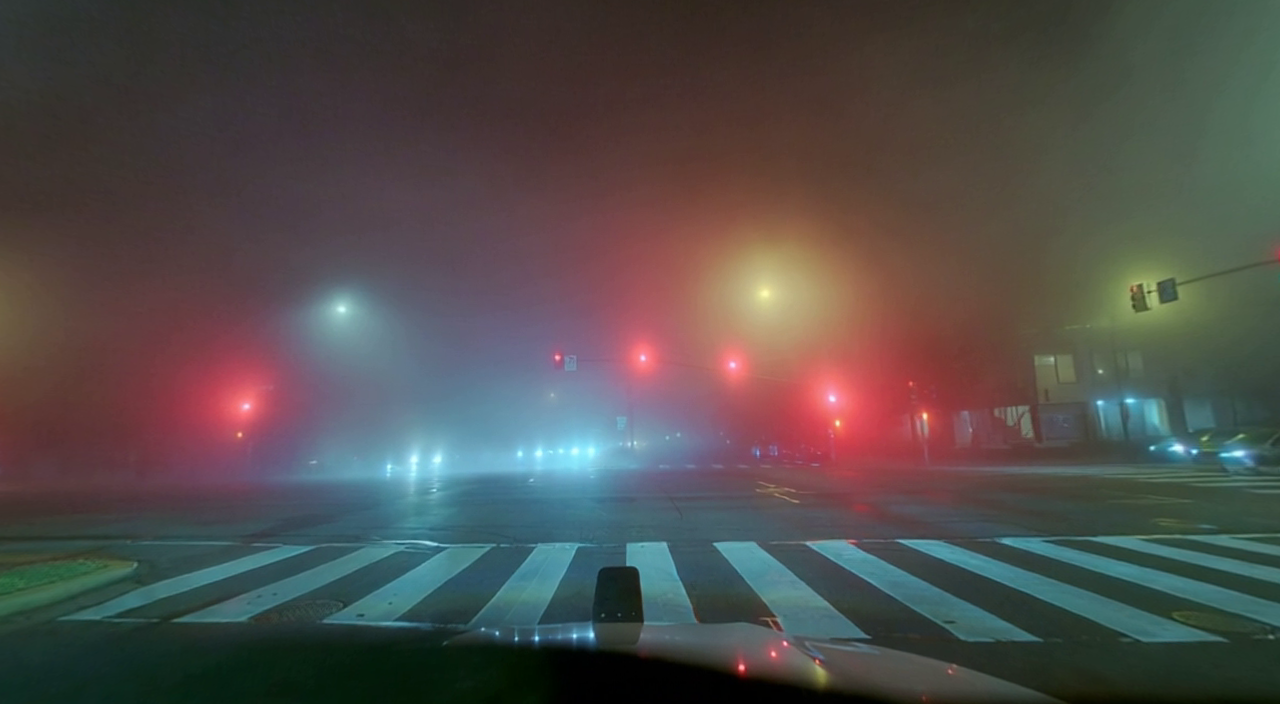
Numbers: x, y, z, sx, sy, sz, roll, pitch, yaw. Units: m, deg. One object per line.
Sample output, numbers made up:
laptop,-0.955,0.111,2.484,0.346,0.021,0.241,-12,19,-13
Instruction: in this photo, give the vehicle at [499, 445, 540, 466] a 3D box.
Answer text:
vehicle,-8.098,7.000,42.610,1.910,1.321,3.692,0,-9,1

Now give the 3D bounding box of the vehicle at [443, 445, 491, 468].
vehicle,-11.642,7.051,42.712,1.911,1.476,4.297,-1,-9,2

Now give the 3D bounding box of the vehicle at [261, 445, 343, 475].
vehicle,-22.037,7.035,41.312,2.032,1.839,4.884,-2,-9,10

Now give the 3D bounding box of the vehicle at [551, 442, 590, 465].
vehicle,-4.527,6.708,41.681,1.954,1.431,4.050,-1,-9,2

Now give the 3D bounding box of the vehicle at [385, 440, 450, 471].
vehicle,-15.137,7.041,43.163,2.340,1.946,5.450,0,-9,2

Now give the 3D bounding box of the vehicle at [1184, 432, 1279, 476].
vehicle,22.322,3.577,22.237,4.474,1.477,1.908,0,-9,-3

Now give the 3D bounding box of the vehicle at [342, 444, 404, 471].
vehicle,-18.550,7.342,43.986,2.237,1.801,4.541,0,-9,1
